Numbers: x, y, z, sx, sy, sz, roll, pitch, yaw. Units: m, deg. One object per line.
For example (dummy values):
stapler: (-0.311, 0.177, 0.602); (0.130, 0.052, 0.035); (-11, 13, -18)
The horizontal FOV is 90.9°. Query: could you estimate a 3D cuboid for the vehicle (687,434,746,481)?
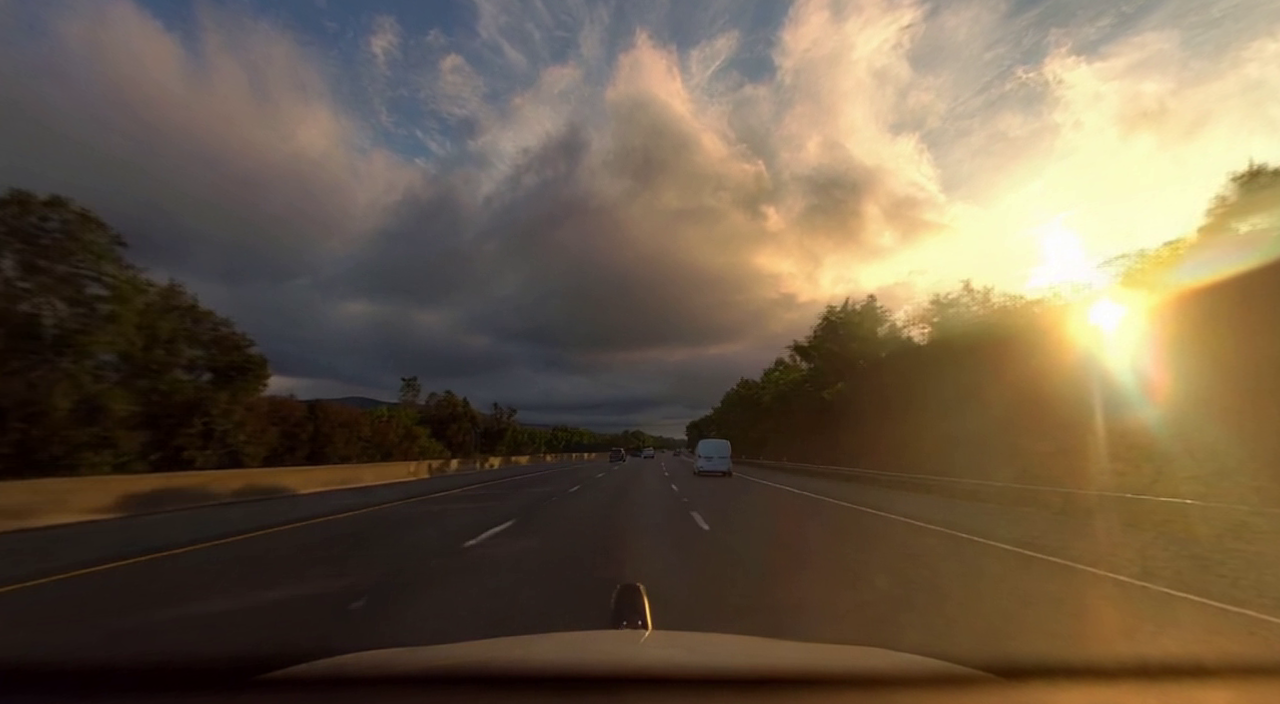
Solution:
vehicle: (3.502, 4.974, 29.801); (2.219, 2.033, 4.911); (0, -9, 1)
